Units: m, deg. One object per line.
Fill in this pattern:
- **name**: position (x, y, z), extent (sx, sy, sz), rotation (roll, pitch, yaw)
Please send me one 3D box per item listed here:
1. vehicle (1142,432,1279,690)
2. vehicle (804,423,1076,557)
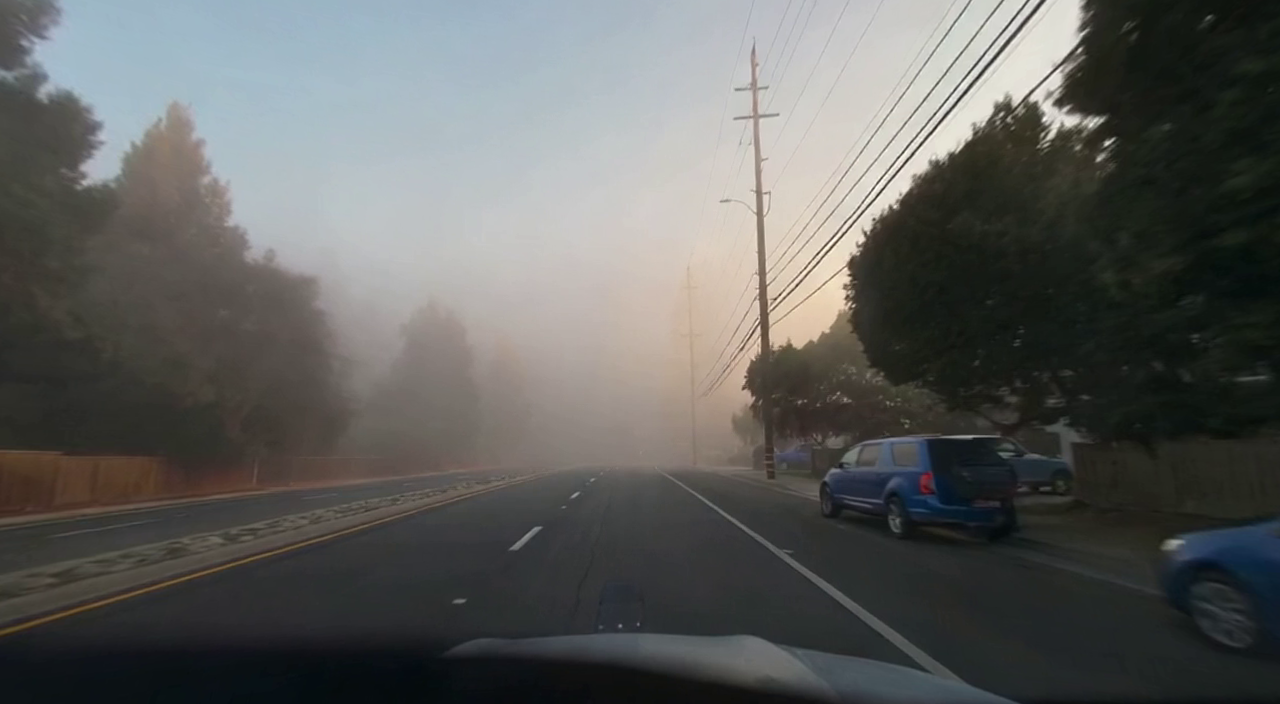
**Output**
- **vehicle**: position (4.675, 1.029, 2.425), extent (1.913, 1.486, 4.355), rotation (0, -9, 0)
- **vehicle**: position (4.537, 2.162, 10.667), extent (2.092, 1.713, 4.830), rotation (0, -9, -2)
